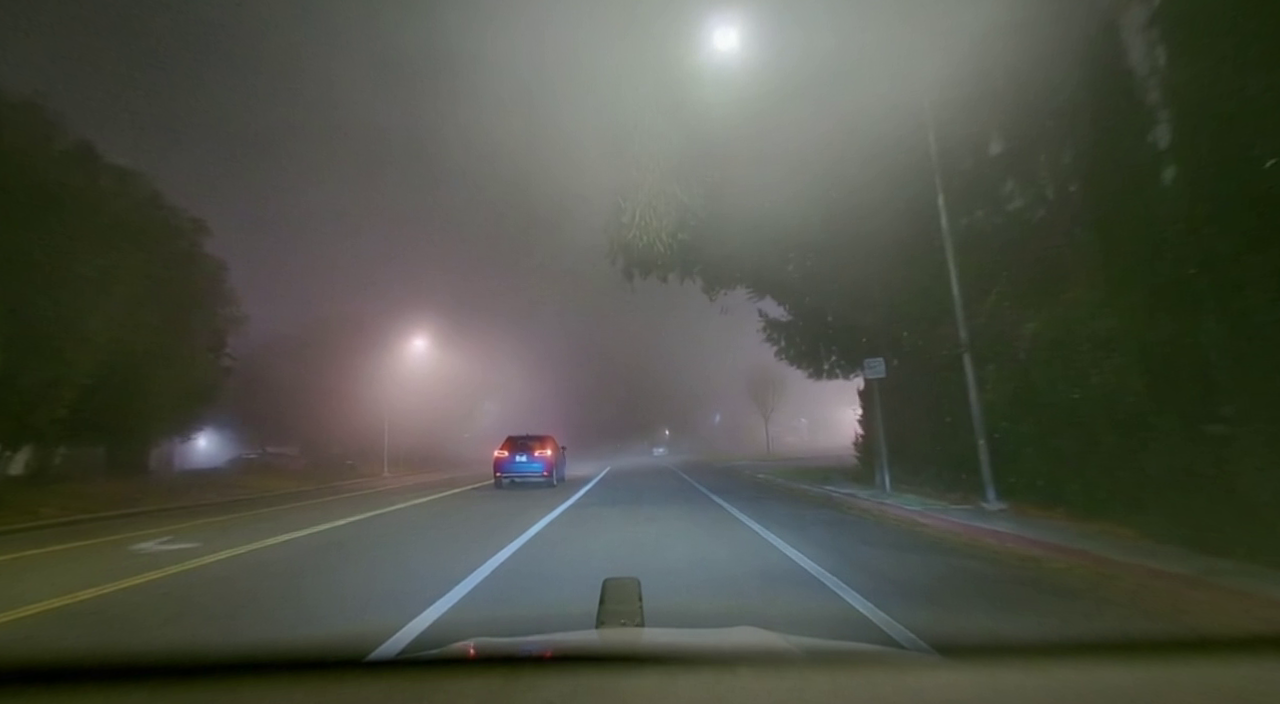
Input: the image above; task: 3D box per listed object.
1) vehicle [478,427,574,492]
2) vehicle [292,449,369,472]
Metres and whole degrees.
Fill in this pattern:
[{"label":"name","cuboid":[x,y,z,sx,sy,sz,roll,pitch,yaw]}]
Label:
[{"label":"vehicle","cuboid":[-3.407,3.293,19.839,2.175,1.772,4.442,-1,-8,0]},{"label":"vehicle","cuboid":[-22.033,7.722,45.040,4.525,1.455,1.821,0,-8,-4]}]
